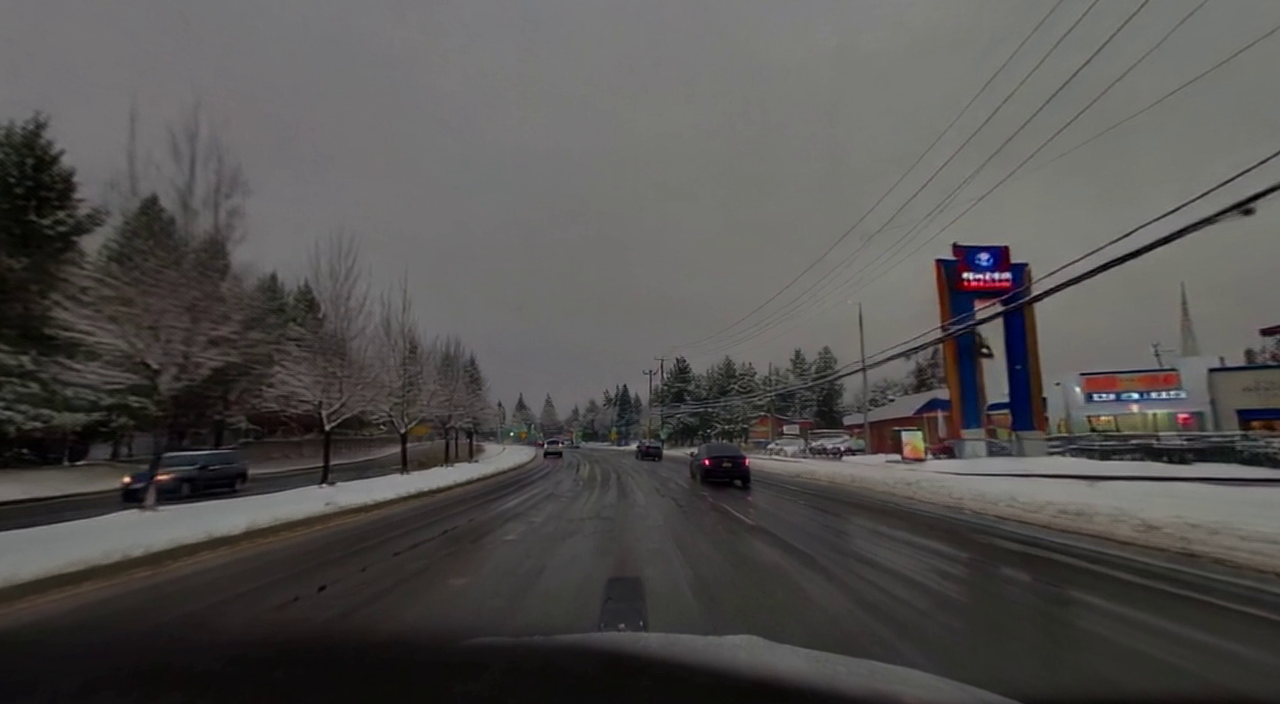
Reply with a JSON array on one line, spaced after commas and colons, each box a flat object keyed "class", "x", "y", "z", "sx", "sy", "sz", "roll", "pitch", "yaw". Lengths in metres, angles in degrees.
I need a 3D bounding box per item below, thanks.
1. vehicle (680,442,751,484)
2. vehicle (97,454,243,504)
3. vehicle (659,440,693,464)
[{"class": "vehicle", "x": 2.832, "y": 4.268, "z": 24.677, "sx": 2.130, "sy": 1.476, "sz": 4.453, "roll": 0, "pitch": -8, "yaw": -1}, {"class": "vehicle", "x": -16.249, "y": 4.371, "z": 22.132, "sx": 1.873, "sy": 1.507, "sz": 4.204, "roll": 0, "pitch": -8, "yaw": -1}, {"class": "vehicle", "x": 2.692, "y": 7.647, "z": 48.186, "sx": 2.250, "sy": 1.723, "sz": 4.424, "roll": 1, "pitch": -8, "yaw": -2}]
